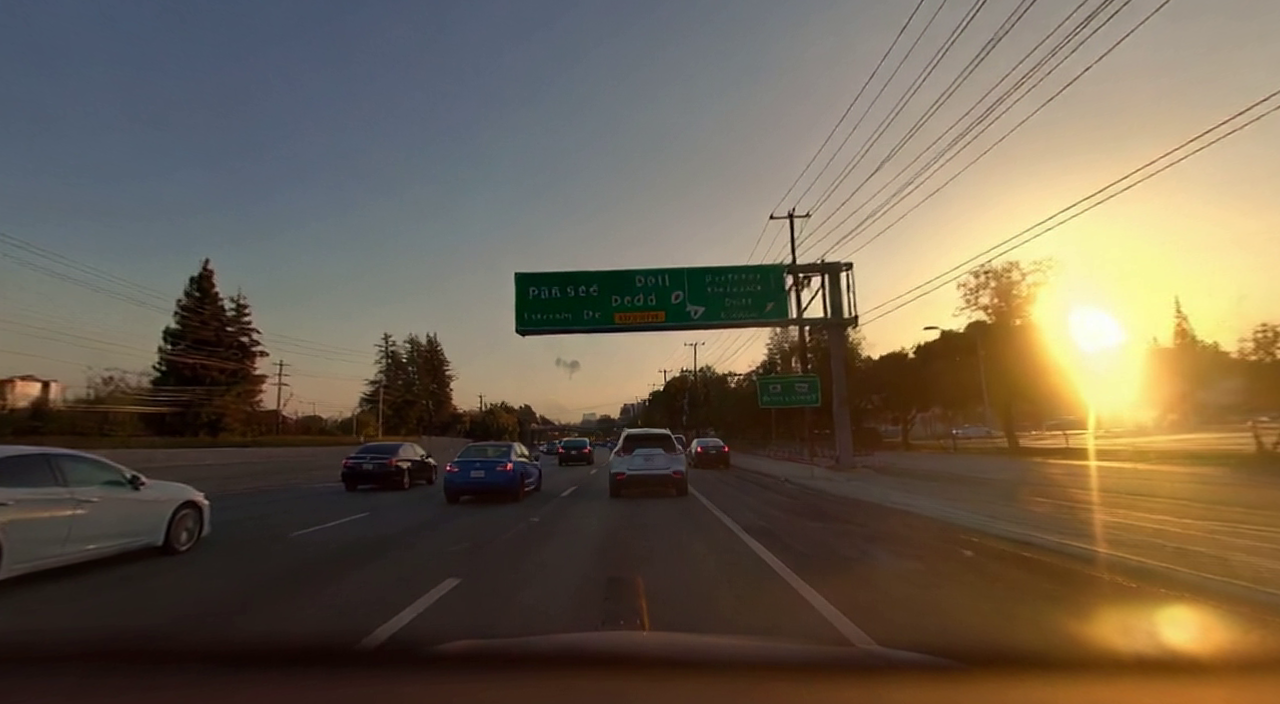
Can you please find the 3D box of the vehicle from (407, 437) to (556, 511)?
[{"bbox_3d":[-3.417,2.733,14.731,2.203,1.425,4.610,0,-8,1],"label":"vehicle"}]

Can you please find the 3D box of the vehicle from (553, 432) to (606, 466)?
[{"bbox_3d":[-3.240,5.316,34.759,2.353,1.773,4.286,0,-8,1],"label":"vehicle"}]

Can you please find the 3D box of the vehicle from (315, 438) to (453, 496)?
[{"bbox_3d":[-7.133,3.234,18.254,1.959,1.435,4.719,0,-8,1],"label":"vehicle"}]

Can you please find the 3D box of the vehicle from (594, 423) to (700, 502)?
[{"bbox_3d":[0.145,2.690,15.740,2.284,1.699,4.168,0,-8,0],"label":"vehicle"}]

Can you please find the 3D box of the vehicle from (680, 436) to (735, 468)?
[{"bbox_3d":[3.249,4.924,31.407,2.197,1.464,4.356,0,-8,-1],"label":"vehicle"}]

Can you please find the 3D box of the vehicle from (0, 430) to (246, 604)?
[{"bbox_3d":[-6.389,1.550,6.409,1.958,1.447,4.454,0,-8,-1],"label":"vehicle"}]
